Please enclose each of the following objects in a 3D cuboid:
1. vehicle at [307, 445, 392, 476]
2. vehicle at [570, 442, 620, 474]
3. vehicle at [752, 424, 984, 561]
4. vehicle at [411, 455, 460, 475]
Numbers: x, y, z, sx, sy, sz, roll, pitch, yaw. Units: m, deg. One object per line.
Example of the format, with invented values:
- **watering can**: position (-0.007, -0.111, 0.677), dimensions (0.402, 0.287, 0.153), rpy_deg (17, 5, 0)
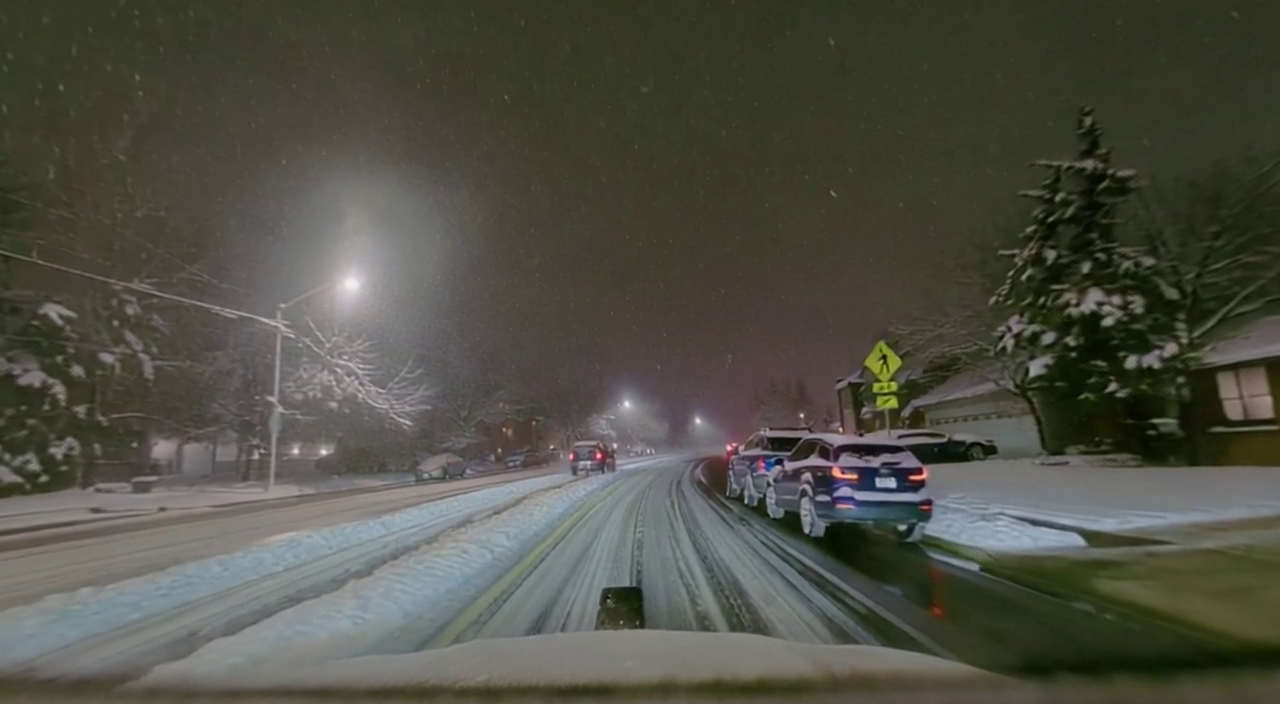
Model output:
- **vehicle**: position (-19.079, 7.157, 41.624), dimensions (4.628, 1.808, 1.899), rpy_deg (0, -12, 7)
- **vehicle**: position (-2.534, 6.101, 36.608), dimensions (2.135, 1.731, 4.232), rpy_deg (-1, -9, 6)
- **vehicle**: position (3.445, 2.220, 10.842), dimensions (2.147, 1.725, 4.927), rpy_deg (2, -8, 0)
- **vehicle**: position (-15.621, 8.623, 48.556), dimensions (1.872, 1.396, 4.150), rpy_deg (-1, -9, 8)
